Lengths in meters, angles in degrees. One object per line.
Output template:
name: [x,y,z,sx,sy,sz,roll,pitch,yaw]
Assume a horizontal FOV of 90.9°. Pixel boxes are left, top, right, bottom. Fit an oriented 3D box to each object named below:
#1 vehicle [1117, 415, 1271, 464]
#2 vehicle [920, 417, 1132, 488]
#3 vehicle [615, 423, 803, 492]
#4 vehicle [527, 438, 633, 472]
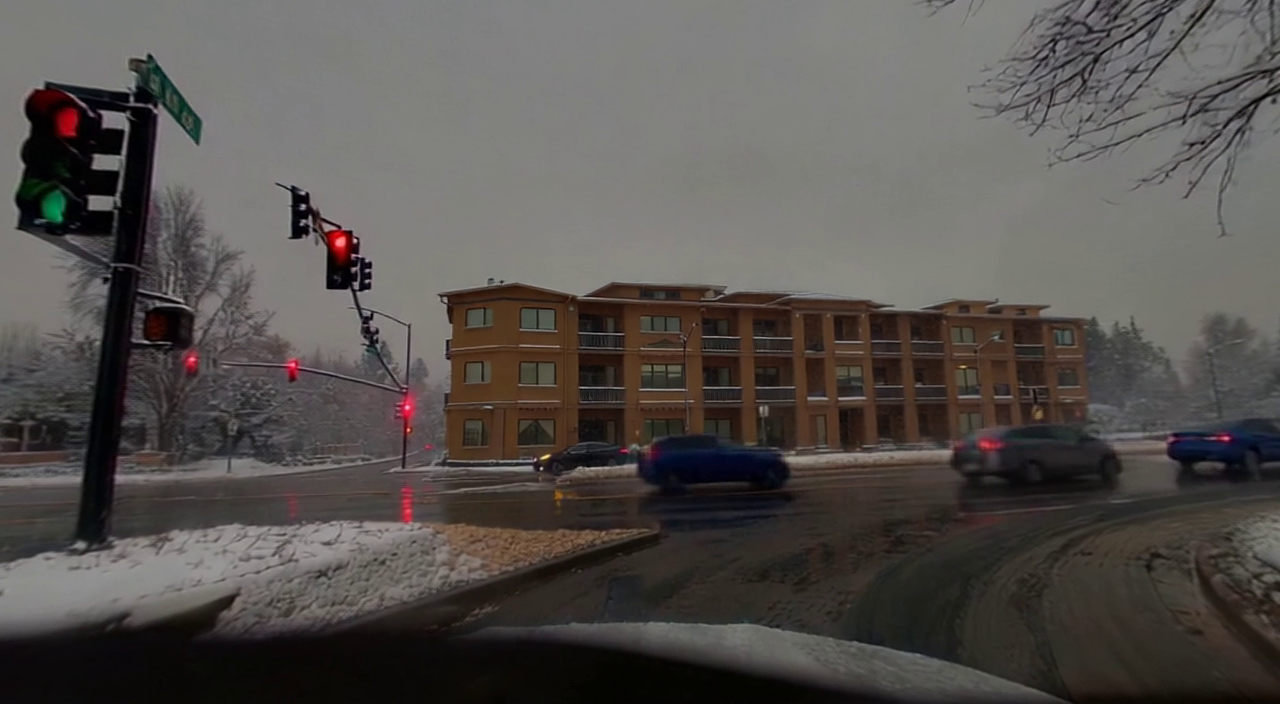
vehicle: [20.528,3.246,23.415,4.719,1.671,1.985,2,-9,-17]
vehicle: [9.880,2.560,16.263,4.581,1.650,1.958,2,-9,-16]
vehicle: [1.837,2.851,17.272,4.711,1.688,1.915,2,-9,-16]
vehicle: [-2.619,4.462,27.472,4.289,1.415,1.774,2,-9,-17]
